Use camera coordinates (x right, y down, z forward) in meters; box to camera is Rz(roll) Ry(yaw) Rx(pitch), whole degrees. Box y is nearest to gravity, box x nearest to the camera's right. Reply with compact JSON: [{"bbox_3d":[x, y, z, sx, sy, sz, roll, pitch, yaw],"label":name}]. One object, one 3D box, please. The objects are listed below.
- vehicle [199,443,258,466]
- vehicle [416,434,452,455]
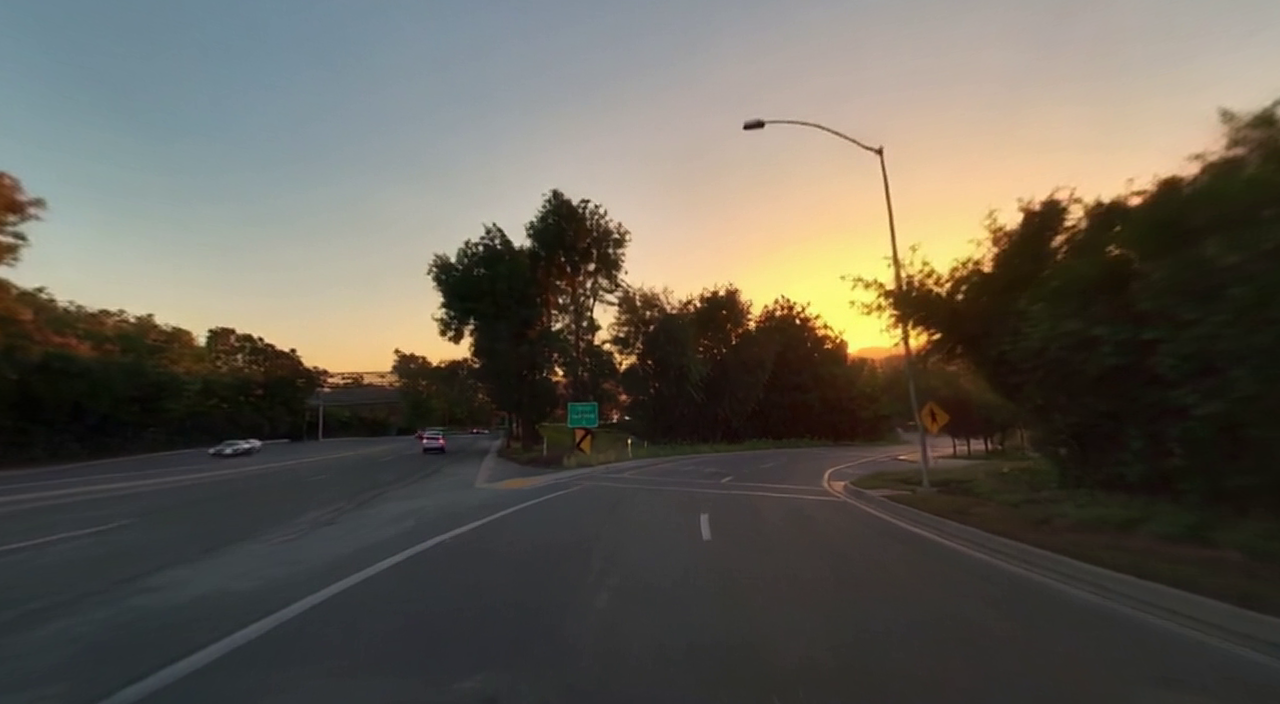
[{"bbox_3d":[-27.695,6.890,42.639,1.847,1.440,4.250,2,-9,-12],"label":"vehicle"},{"bbox_3d":[-15.147,6.866,46.651,2.108,1.472,4.099,2,-9,-13],"label":"vehicle"}]
